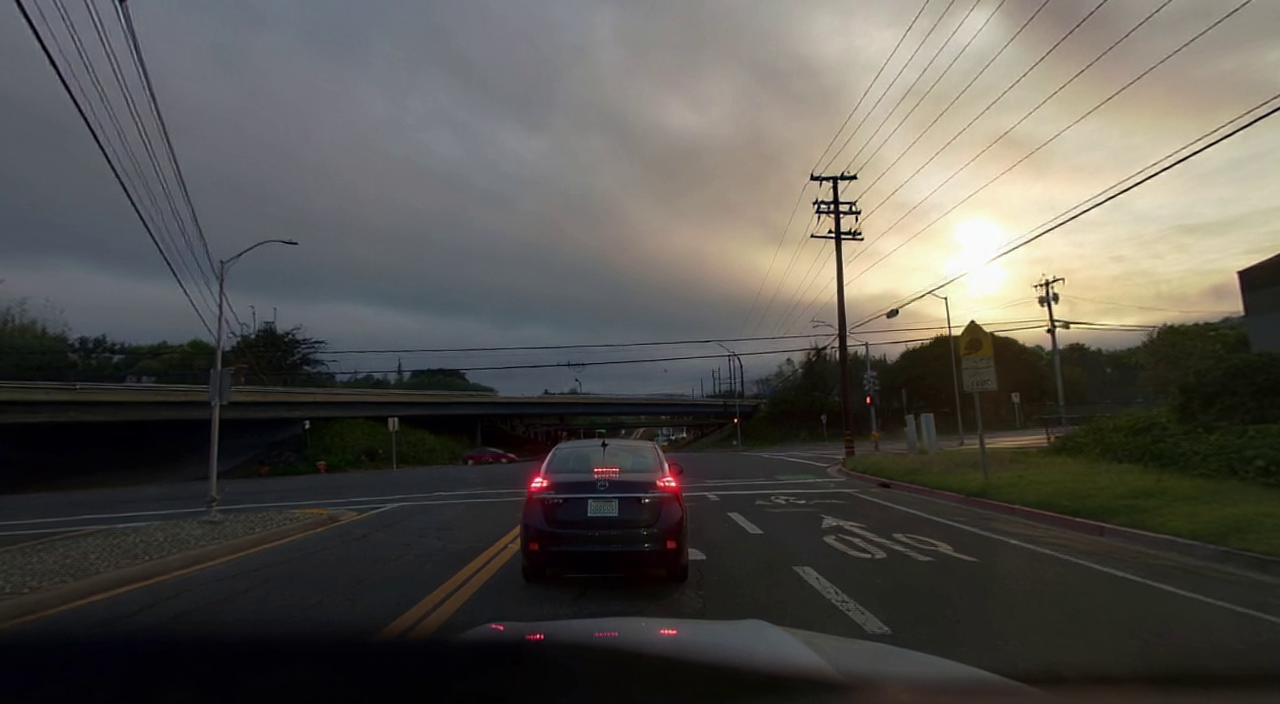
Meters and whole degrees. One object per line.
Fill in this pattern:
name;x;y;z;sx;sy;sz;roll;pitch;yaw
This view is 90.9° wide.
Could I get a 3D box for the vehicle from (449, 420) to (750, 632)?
vehicle;-0.245;1.520;6.465;2.090;1.458;4.033;-1;-9;1
